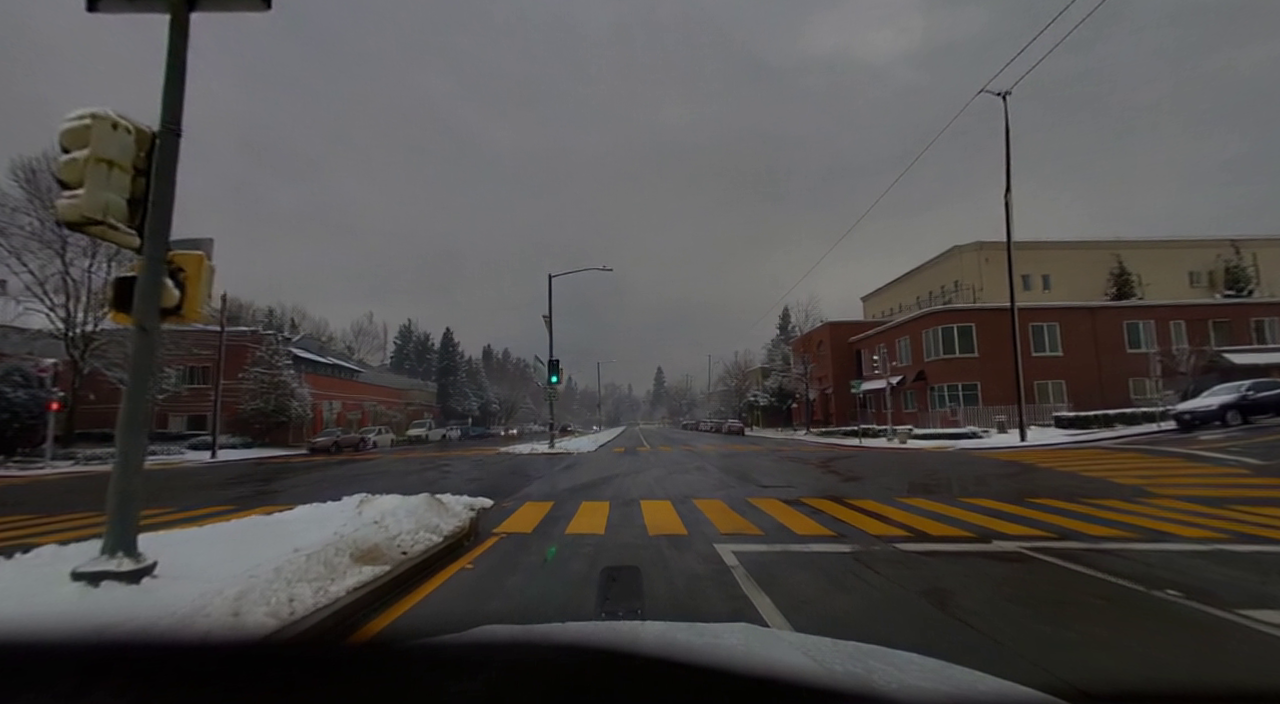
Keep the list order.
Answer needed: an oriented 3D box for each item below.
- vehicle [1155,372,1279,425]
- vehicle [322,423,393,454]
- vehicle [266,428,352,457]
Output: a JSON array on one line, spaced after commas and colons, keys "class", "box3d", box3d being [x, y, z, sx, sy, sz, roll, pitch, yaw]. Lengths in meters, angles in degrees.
[{"class": "vehicle", "box3d": [22.328, 1.703, 23.677, 4.531, 1.753, 1.964, -2, -2, -5]}, {"class": "vehicle", "box3d": [-18.313, 5.701, 41.231, 2.225, 1.871, 5.189, 0, -9, 0]}, {"class": "vehicle", "box3d": [-18.104, 5.025, 34.897, 1.939, 1.430, 5.533, 0, -9, -2]}]
